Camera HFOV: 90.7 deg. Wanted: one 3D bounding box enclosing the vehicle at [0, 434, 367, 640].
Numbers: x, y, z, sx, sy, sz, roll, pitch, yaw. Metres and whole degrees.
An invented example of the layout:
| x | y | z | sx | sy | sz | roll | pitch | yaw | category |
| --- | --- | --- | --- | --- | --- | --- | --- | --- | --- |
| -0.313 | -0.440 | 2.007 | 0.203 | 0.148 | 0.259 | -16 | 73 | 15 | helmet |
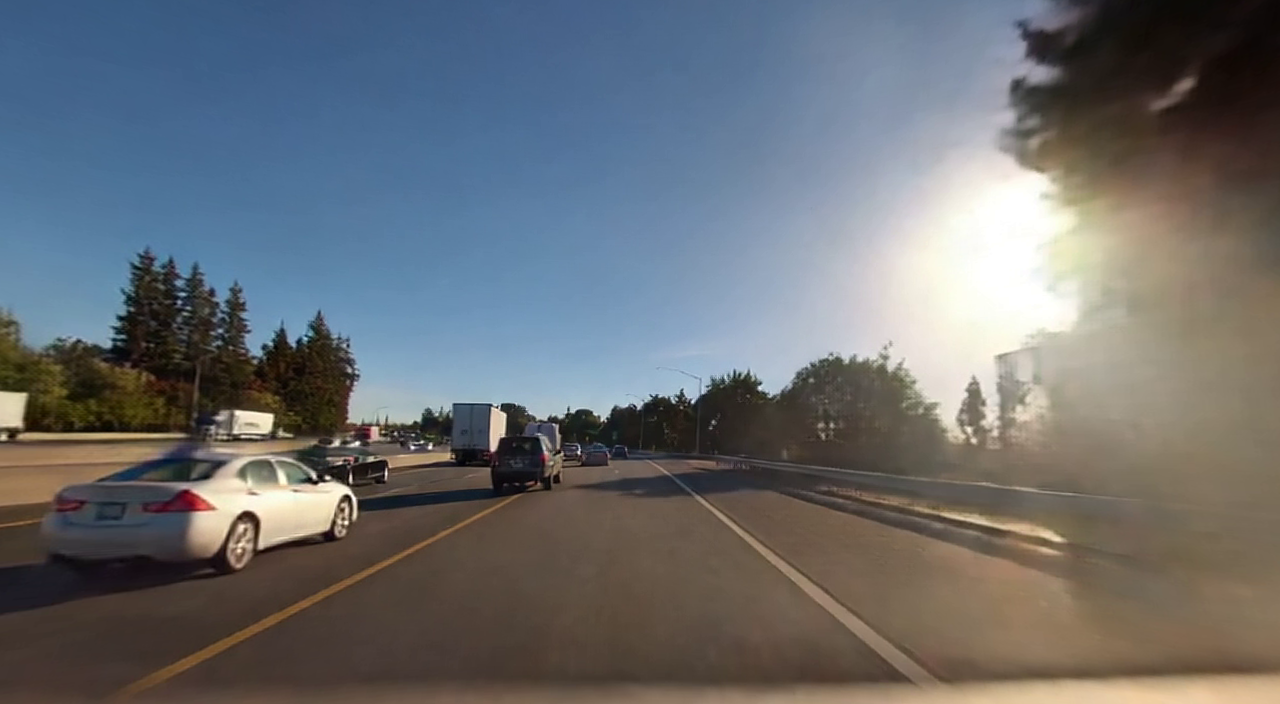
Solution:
| x | y | z | sx | sy | sz | roll | pitch | yaw | category |
| --- | --- | --- | --- | --- | --- | --- | --- | --- | --- |
| -4.874 | 1.670 | 6.858 | 1.932 | 1.445 | 4.625 | 0 | -9 | -2 | vehicle |

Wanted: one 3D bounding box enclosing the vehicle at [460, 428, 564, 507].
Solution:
| x | y | z | sx | sy | sz | roll | pitch | yaw | category |
| --- | --- | --- | --- | --- | --- | --- | --- | --- | --- |
| -3.282 | 3.068 | 17.365 | 2.093 | 1.785 | 5.303 | 0 | -9 | -4 | vehicle |

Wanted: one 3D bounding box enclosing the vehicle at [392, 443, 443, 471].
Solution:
| x | y | z | sx | sy | sz | roll | pitch | yaw | category |
| --- | --- | --- | --- | --- | --- | --- | --- | --- | --- |
| -15.332 | 7.218 | 43.833 | 2.069 | 1.789 | 4.768 | 0 | -9 | -4 | vehicle |
